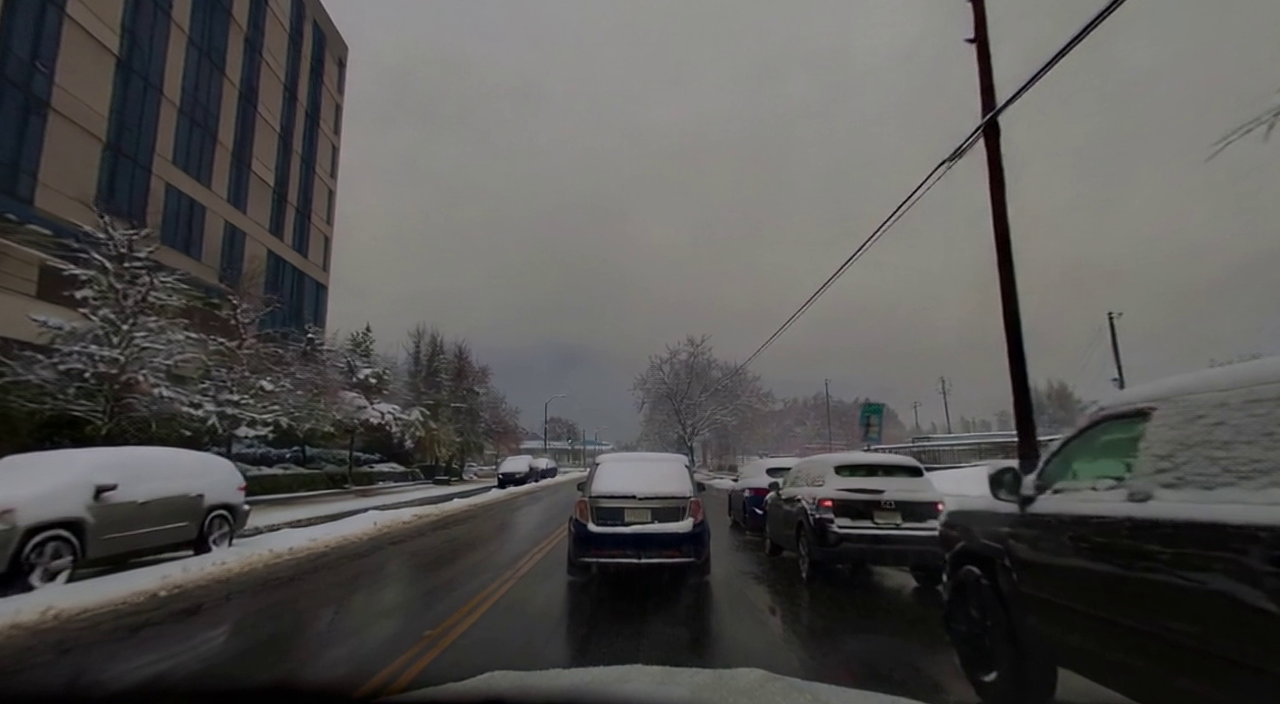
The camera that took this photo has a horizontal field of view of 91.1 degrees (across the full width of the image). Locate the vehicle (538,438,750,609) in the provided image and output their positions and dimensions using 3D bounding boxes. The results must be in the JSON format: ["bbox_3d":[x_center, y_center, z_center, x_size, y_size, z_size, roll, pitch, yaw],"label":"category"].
[{"bbox_3d":[0.050,1.980,7.900,2.018,1.583,3.646,1,-10,0],"label":"vehicle"}]

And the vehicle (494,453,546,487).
[{"bbox_3d":[-6.582,6.592,34.880,2.024,1.654,4.396,-3,-12,0],"label":"vehicle"}]

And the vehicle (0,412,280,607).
[{"bbox_3d":[-6.722,1.897,7.674,1.994,1.701,4.520,-3,-12,-1],"label":"vehicle"}]

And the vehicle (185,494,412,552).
[{"bbox_3d":[-6.825,3.529,13.355,2.223,0.774,4.789,1,-10,0],"label":"vehicle"}]

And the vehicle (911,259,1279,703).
[{"bbox_3d":[2.751,0.744,1.910,1.868,1.920,4.501,1,-10,1],"label":"vehicle"}]

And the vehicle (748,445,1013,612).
[{"bbox_3d":[2.672,2.076,8.158,1.884,1.566,4.018,1,-10,1],"label":"vehicle"}]
